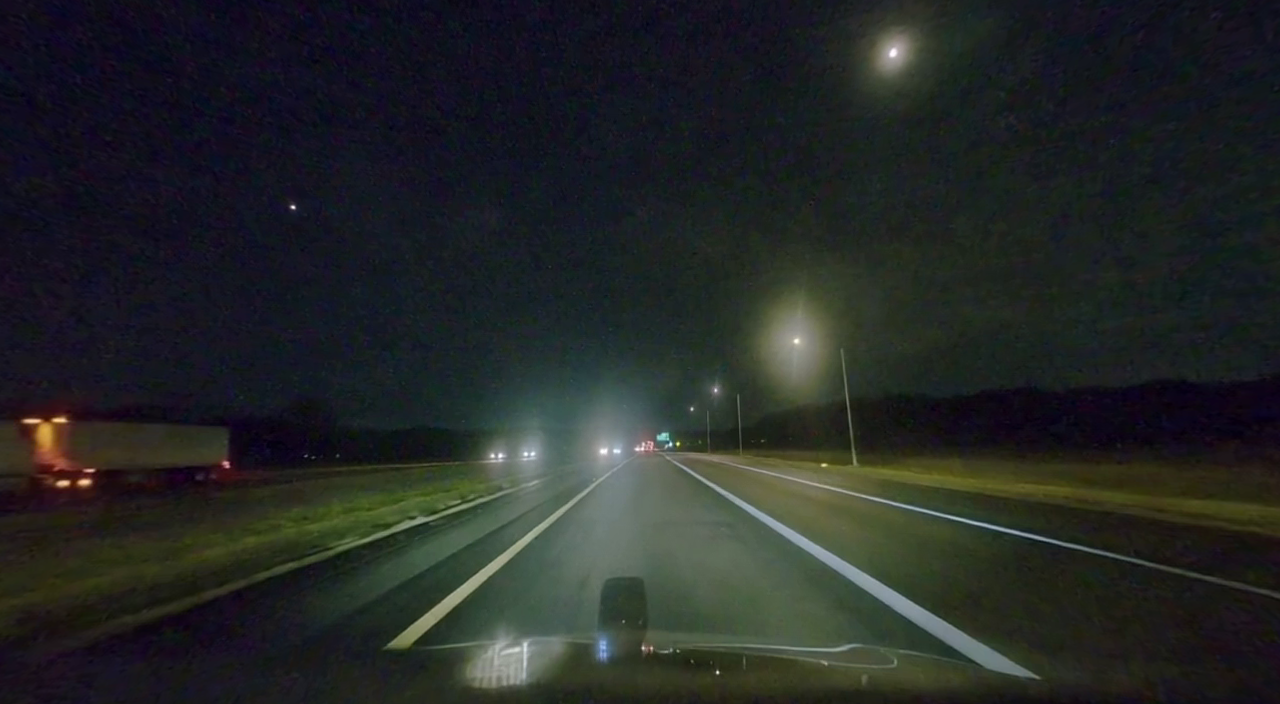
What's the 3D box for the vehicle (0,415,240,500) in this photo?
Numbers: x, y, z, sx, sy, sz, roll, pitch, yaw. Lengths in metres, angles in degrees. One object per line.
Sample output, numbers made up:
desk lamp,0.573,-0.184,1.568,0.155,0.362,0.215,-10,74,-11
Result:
vehicle,-32.493,6.512,39.947,2.933,4.229,16.545,0,-8,1
